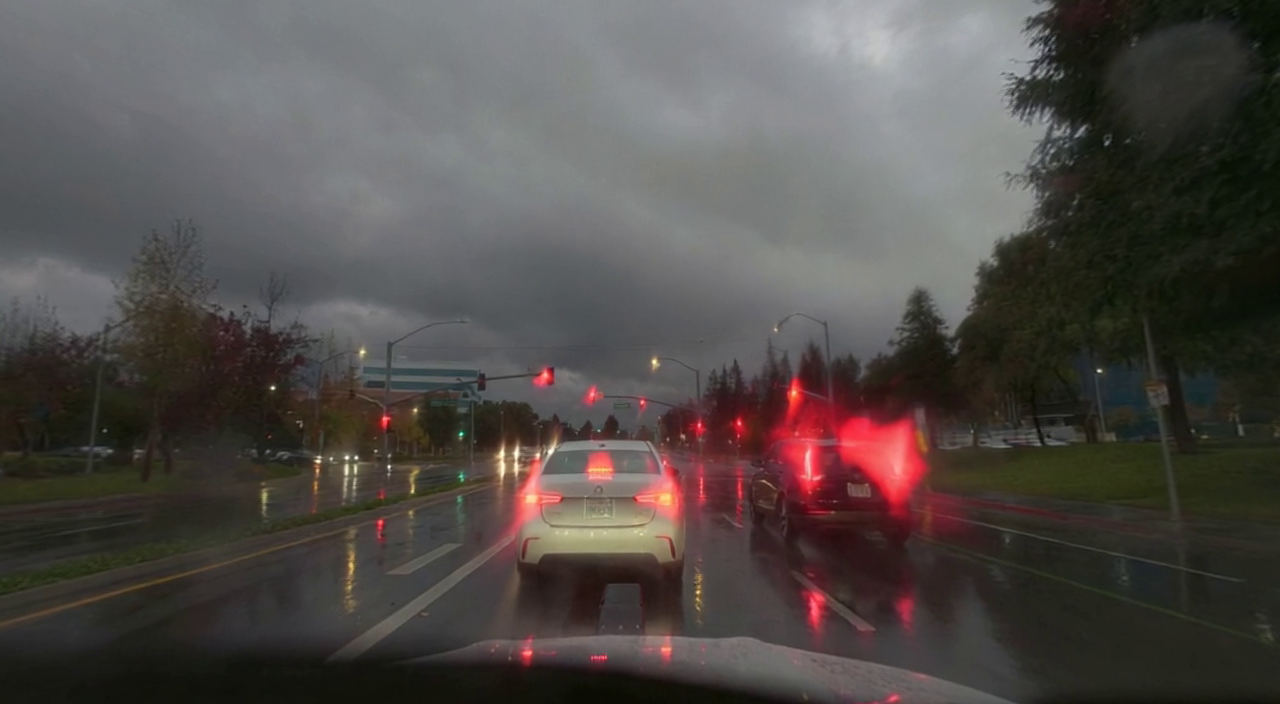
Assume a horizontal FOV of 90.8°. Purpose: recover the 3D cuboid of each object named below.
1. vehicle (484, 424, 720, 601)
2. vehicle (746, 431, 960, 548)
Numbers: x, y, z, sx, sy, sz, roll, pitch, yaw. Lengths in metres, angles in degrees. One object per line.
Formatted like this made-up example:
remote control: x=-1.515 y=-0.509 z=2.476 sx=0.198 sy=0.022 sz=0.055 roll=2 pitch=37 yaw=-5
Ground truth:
vehicle: x=-0.351 y=1.639 z=7.237 sx=2.006 sy=1.487 sz=3.535 roll=0 pitch=-9 yaw=-1
vehicle: x=3.116 y=2.100 z=10.340 sx=1.910 sy=1.474 sz=4.263 roll=0 pitch=-9 yaw=-2
